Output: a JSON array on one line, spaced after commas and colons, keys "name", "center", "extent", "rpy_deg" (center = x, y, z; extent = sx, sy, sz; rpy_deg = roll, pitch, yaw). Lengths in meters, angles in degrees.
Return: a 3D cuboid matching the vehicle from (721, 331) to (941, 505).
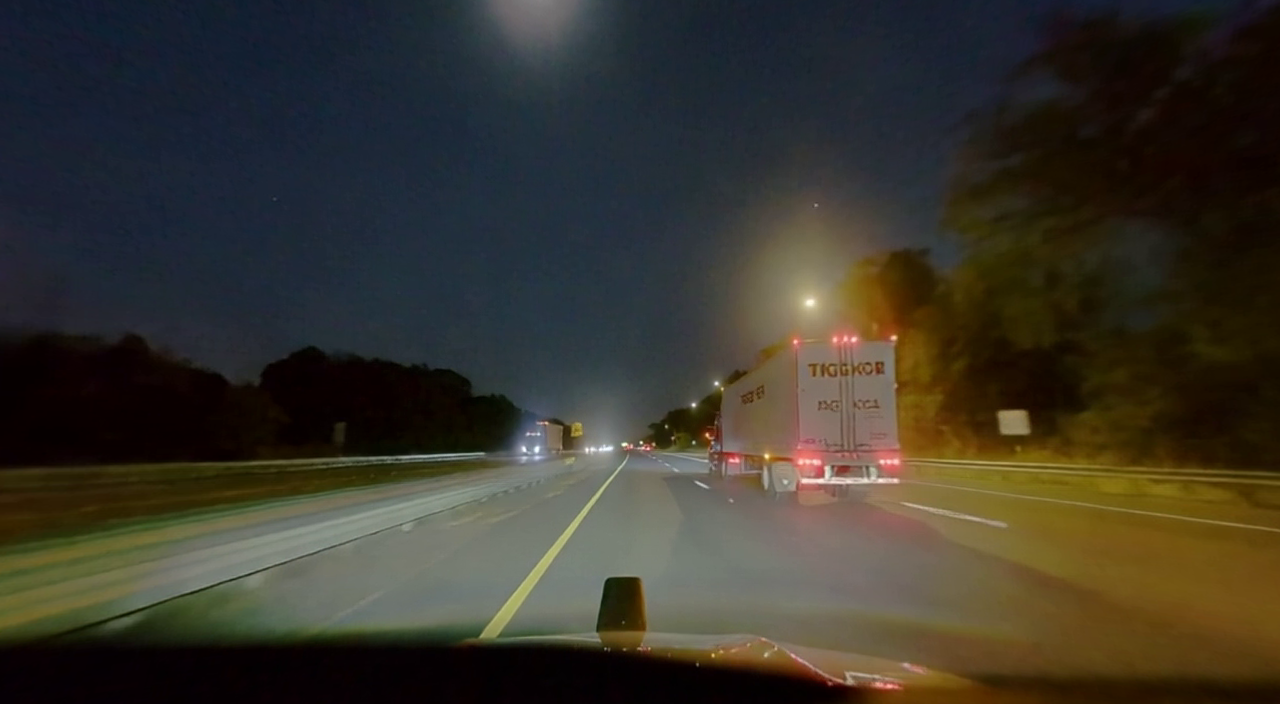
[{"name": "vehicle", "center": [5.310, 2.623, 21.807], "extent": [2.983, 4.030, 14.444], "rpy_deg": [0, -9, -1]}]
